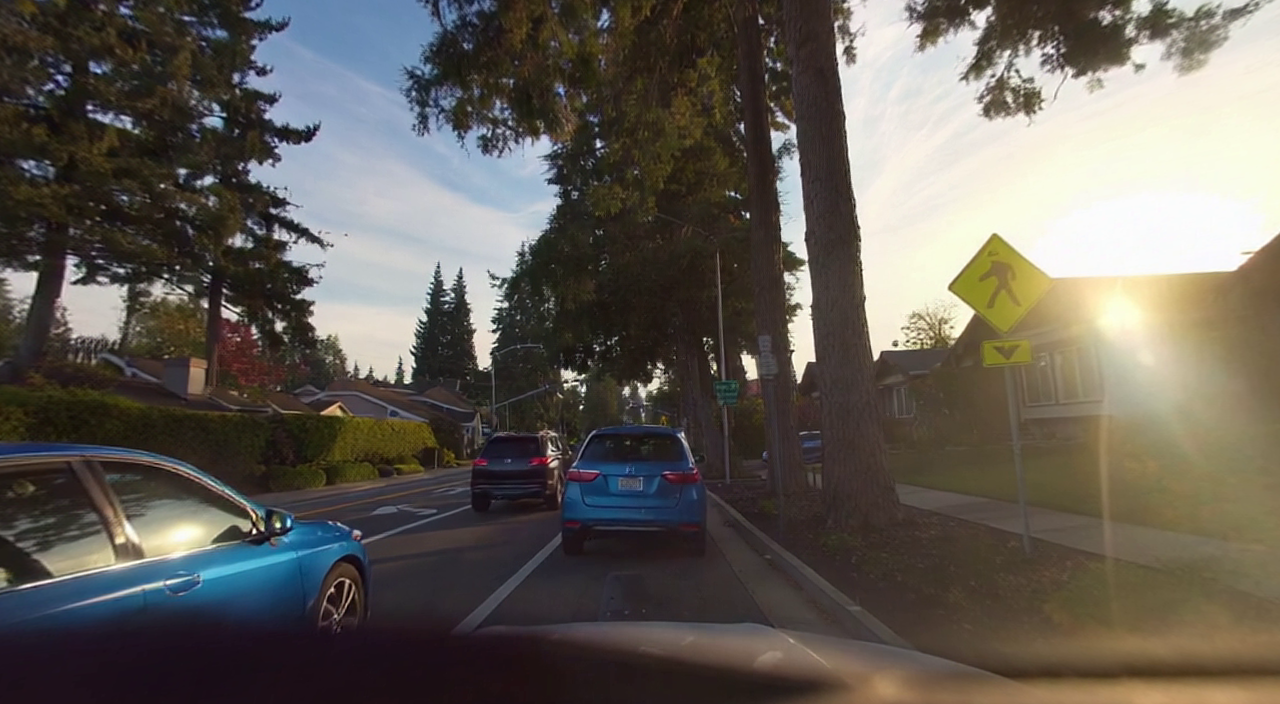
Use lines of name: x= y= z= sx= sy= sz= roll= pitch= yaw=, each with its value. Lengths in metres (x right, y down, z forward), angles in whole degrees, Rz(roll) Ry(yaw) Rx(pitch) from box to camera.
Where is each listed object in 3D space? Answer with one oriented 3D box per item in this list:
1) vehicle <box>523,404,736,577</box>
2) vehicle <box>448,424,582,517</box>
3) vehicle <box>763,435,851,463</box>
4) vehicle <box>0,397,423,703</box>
vehicle: x=-0.104 y=1.683 z=8.333 sx=2.120 sy=1.718 sz=3.909 roll=0 pitch=-9 yaw=0
vehicle: x=-2.558 y=2.567 z=14.066 sx=2.000 sy=1.737 sz=4.133 roll=0 pitch=-9 yaw=2
vehicle: x=9.367 y=5.467 z=35.637 sx=4.456 sy=1.504 sz=1.914 roll=-1 pitch=-9 yaw=5
vehicle: x=-2.874 y=1.040 z=2.948 sx=1.968 sy=1.472 sz=4.685 roll=0 pitch=-9 yaw=1
